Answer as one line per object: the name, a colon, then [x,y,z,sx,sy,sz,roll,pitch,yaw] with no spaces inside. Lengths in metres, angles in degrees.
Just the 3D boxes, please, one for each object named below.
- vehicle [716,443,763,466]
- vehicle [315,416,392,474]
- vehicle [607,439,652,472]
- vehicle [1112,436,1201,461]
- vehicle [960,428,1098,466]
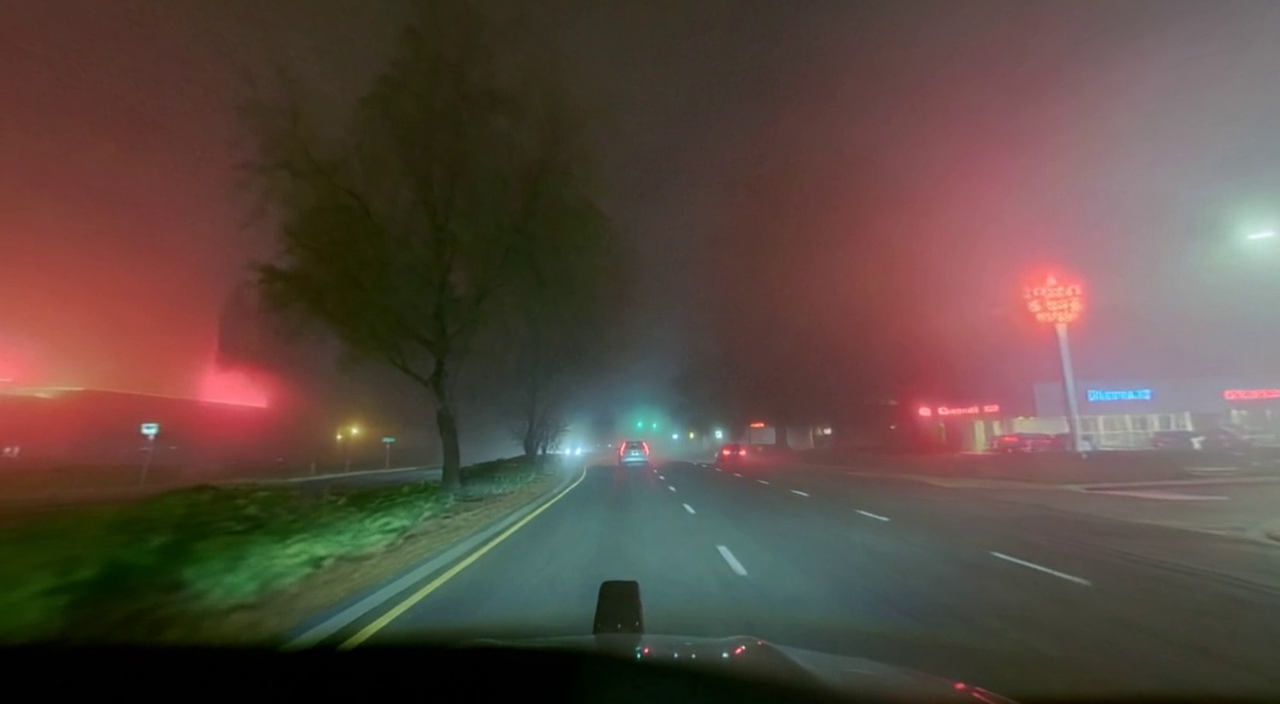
vehicle: [6.548,6.802,42.092,2.075,1.475,4.571,0,-8,-3]
vehicle: [-19.698,6.416,43.727,2.986,3.786,4.453,0,-8,1]
vehicle: [-0.608,5.203,32.062,2.072,1.545,4.578,0,-8,-3]
vehicle: [32.808,6.139,40.299,1.804,1.461,4.611,0,-8,1]
vehicle: [21.090,5.169,34.442,5.909,1.970,2.365,0,-8,-1]
